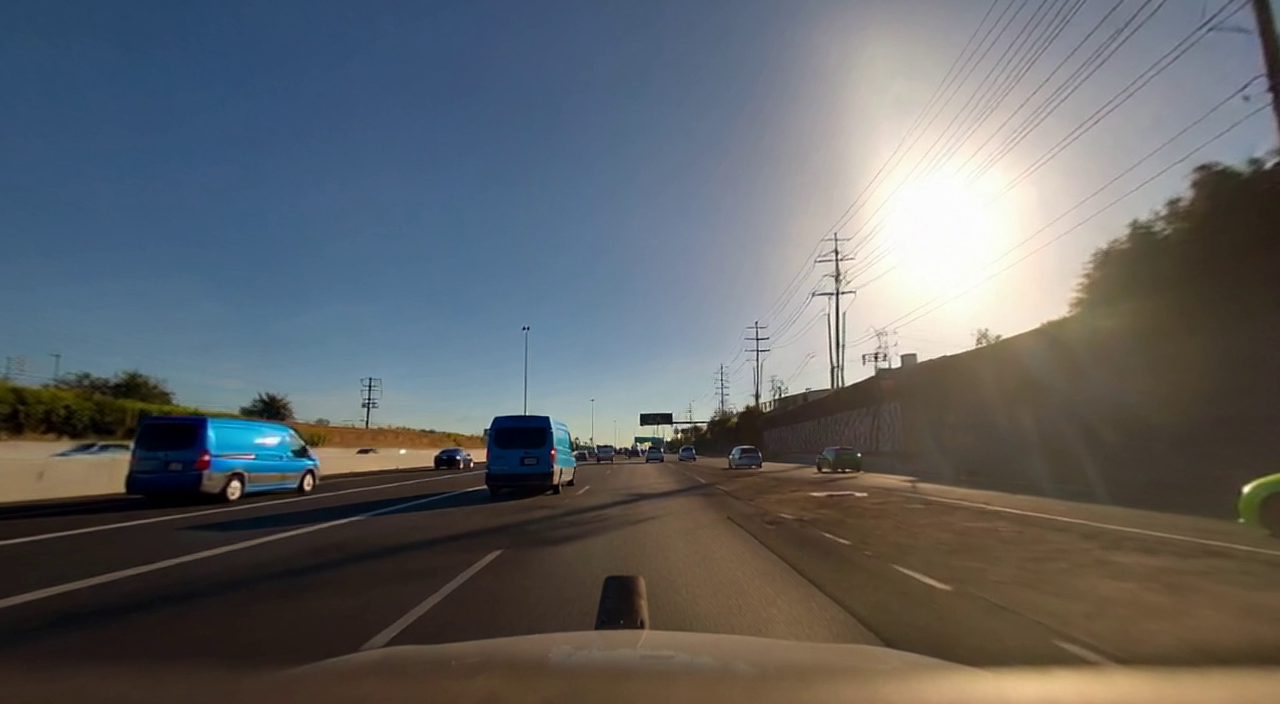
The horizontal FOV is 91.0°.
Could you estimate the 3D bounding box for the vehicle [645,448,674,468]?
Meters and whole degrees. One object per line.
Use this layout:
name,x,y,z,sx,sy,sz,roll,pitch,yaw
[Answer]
vehicle,1.472,8.217,49.108,2.084,1.492,4.137,0,-9,-1

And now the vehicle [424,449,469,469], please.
vehicle,-15.072,8.317,49.244,1.948,1.479,4.754,0,-9,1

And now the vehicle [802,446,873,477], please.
vehicle,10.068,5.591,32.471,2.052,1.470,4.364,0,-9,-3

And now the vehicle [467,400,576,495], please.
vehicle,-3.658,3.143,20.773,2.395,2.660,5.827,0,-9,0

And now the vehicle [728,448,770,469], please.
vehicle,8.308,8.103,48.285,2.095,1.504,4.536,1,-9,-4

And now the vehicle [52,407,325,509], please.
vehicle,-11.323,2.766,16.783,2.596,2.162,6.328,0,-9,-1
